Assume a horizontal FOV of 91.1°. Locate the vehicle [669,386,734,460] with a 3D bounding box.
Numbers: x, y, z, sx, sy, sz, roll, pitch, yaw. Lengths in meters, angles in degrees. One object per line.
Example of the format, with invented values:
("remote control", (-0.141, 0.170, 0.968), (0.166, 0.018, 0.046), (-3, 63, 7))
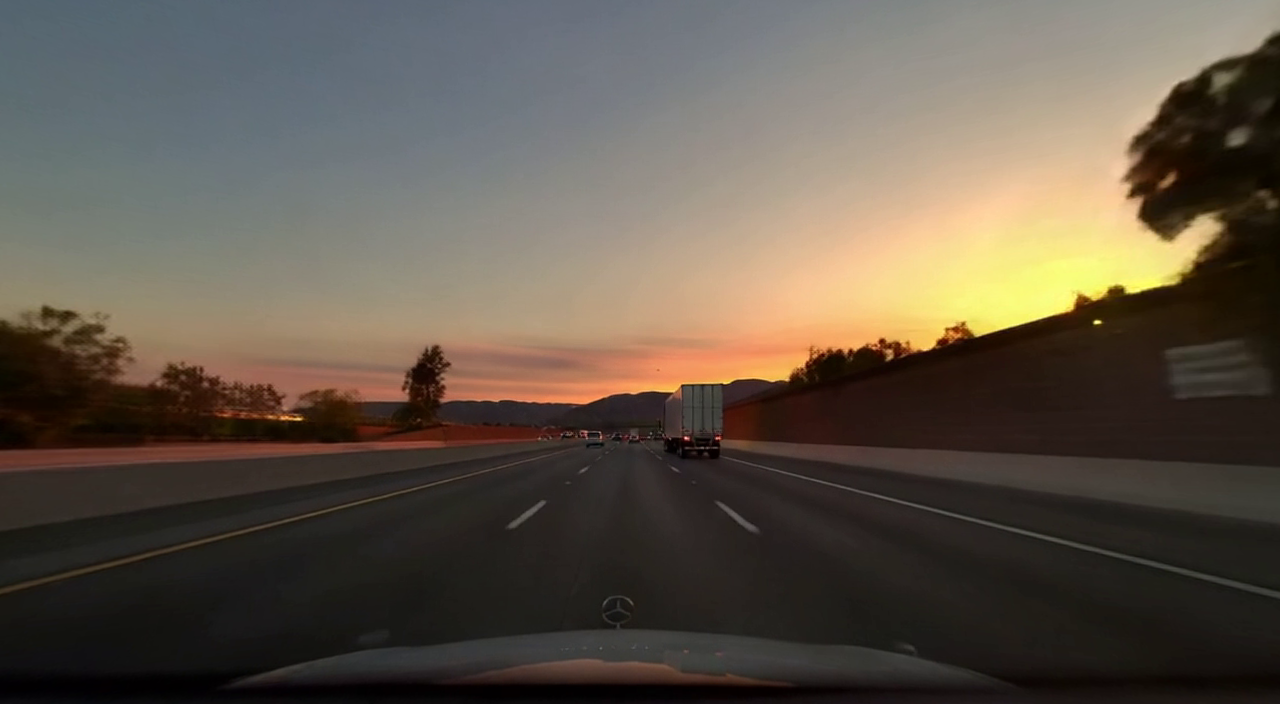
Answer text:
("vehicle", (3.496, 4.374, 37.945), (2.859, 3.981, 8.596), (0, -8, -1))
